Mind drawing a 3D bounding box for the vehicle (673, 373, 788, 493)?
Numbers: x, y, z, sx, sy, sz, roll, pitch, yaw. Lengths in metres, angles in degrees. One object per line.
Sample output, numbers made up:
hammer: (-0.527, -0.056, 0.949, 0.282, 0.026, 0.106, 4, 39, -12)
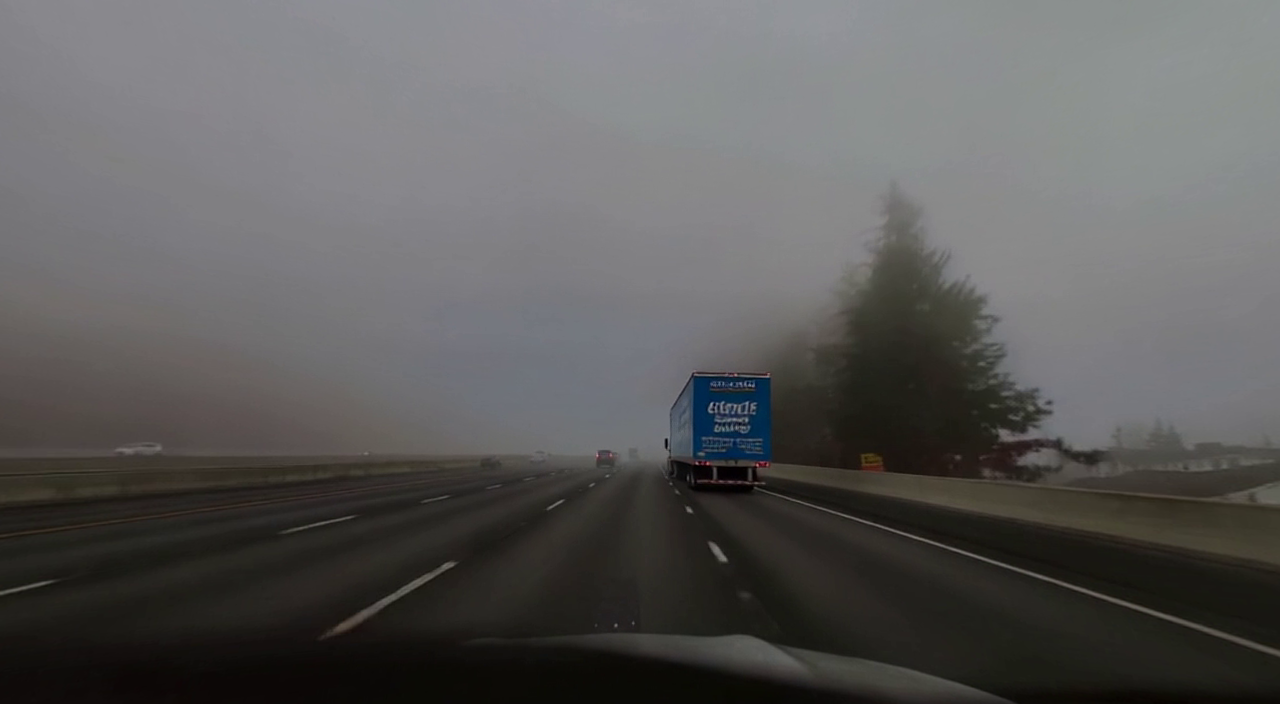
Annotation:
vehicle: (3.482, 3.935, 29.414, 3.140, 4.100, 15.551, 0, -9, 0)

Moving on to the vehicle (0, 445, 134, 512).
vehicle: (-15.192, 2.999, 15.225, 1.982, 1.471, 4.747, 0, -9, 1)
